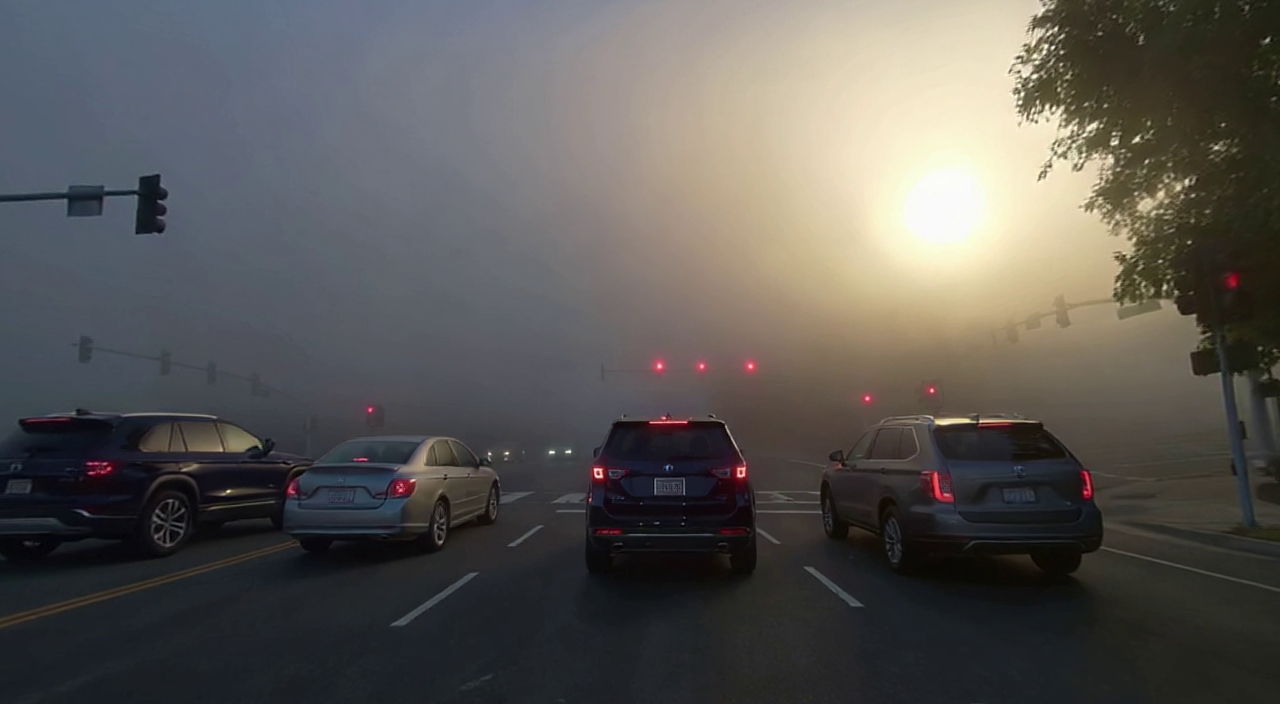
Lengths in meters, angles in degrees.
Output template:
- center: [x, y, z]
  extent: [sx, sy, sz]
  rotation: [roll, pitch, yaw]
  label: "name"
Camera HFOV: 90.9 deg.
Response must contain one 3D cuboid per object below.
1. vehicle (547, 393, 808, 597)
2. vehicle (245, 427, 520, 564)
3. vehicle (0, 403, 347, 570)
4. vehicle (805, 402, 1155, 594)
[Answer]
- center: [0.392, 1.520, 7.499]
  extent: [2.198, 1.708, 4.170]
  rotation: [0, -8, 2]
  label: "vehicle"
- center: [-3.237, 1.885, 9.103]
  extent: [1.885, 1.475, 4.359]
  rotation: [-1, -8, 4]
  label: "vehicle"
- center: [-6.636, 1.824, 9.359]
  extent: [2.075, 1.796, 4.785]
  rotation: [0, -8, 2]
  label: "vehicle"
- center: [3.527, 1.590, 7.745]
  extent: [2.047, 1.638, 4.395]
  rotation: [-1, -8, 4]
  label: "vehicle"
